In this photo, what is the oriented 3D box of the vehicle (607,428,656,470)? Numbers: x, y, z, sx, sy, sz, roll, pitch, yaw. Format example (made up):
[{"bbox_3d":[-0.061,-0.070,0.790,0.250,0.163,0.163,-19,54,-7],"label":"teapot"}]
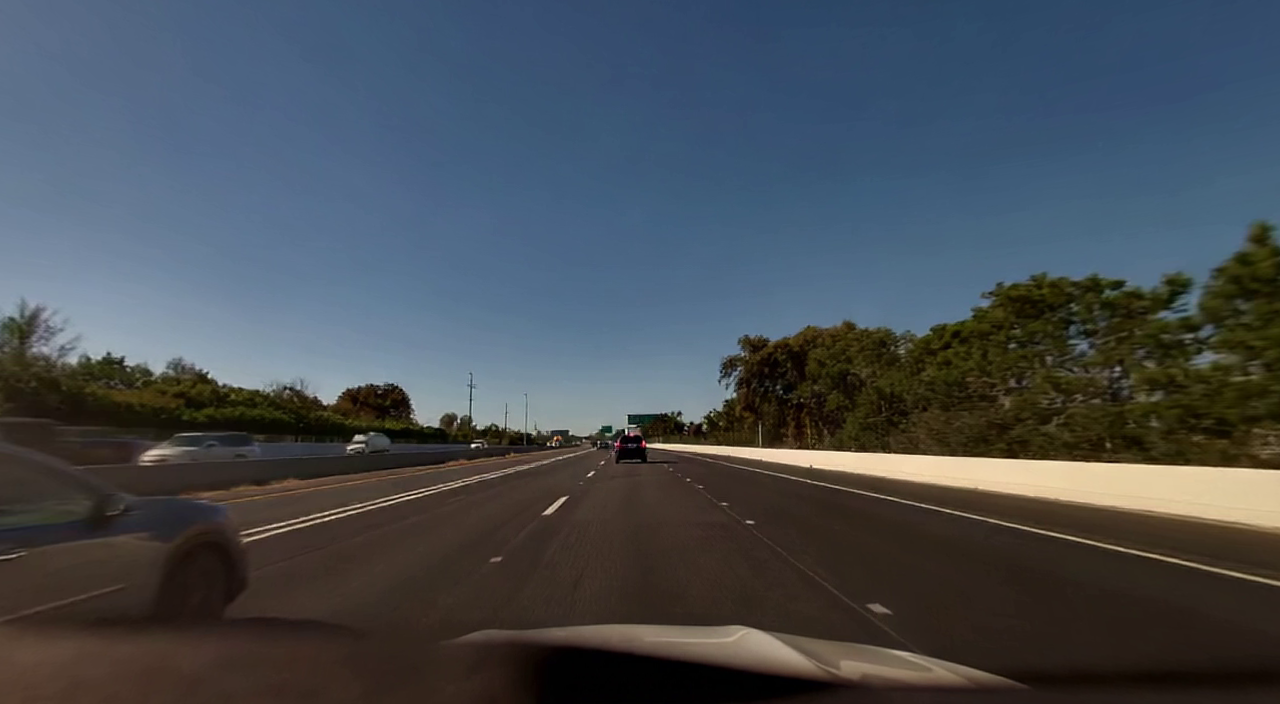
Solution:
[{"bbox_3d":[-0.501,5.001,32.658,2.382,1.973,4.439,0,-8,-2],"label":"vehicle"}]

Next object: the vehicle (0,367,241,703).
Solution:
[{"bbox_3d":[-3.428,0.758,1.582,2.039,1.602,4.317,0,-8,-1],"label":"vehicle"}]
